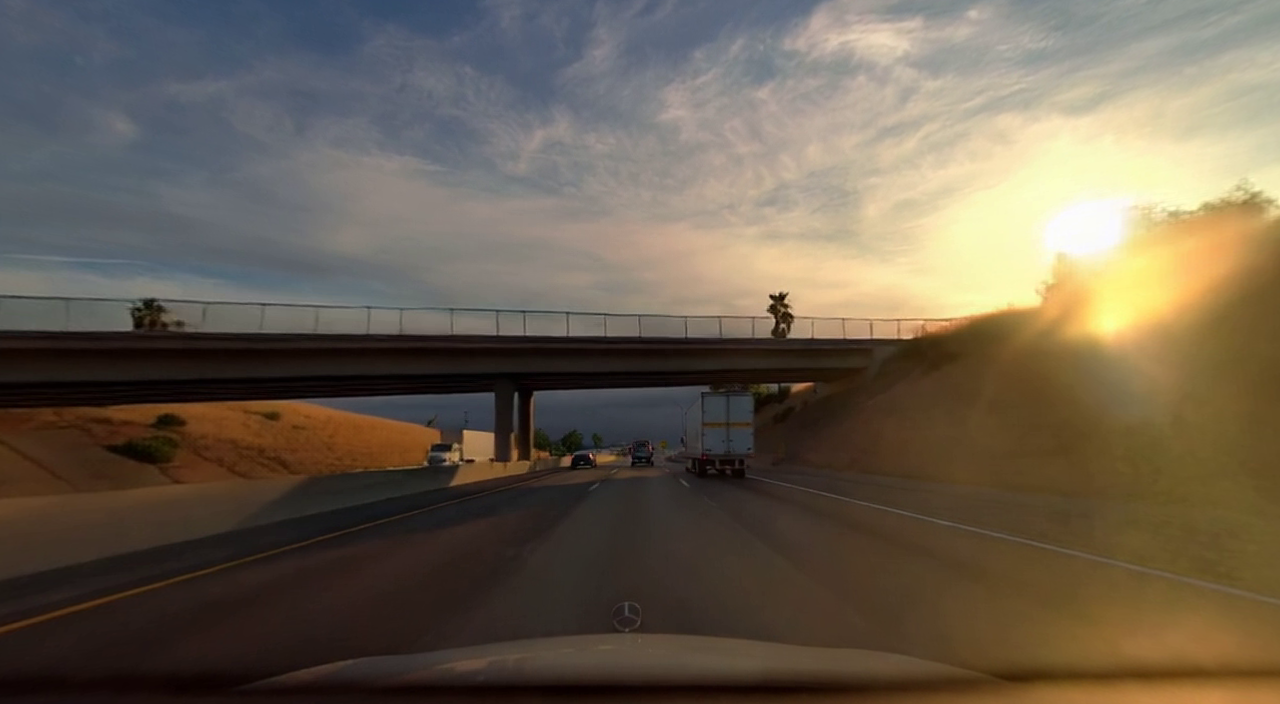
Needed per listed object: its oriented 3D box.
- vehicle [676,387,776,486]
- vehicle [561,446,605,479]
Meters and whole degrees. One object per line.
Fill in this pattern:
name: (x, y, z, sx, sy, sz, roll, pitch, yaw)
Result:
vehicle: (4.021, 4.748, 34.384, 3.131, 4.037, 16.729, 0, -9, 0)
vehicle: (-3.038, 5.982, 34.340, 2.007, 1.647, 3.854, 0, -9, 1)
